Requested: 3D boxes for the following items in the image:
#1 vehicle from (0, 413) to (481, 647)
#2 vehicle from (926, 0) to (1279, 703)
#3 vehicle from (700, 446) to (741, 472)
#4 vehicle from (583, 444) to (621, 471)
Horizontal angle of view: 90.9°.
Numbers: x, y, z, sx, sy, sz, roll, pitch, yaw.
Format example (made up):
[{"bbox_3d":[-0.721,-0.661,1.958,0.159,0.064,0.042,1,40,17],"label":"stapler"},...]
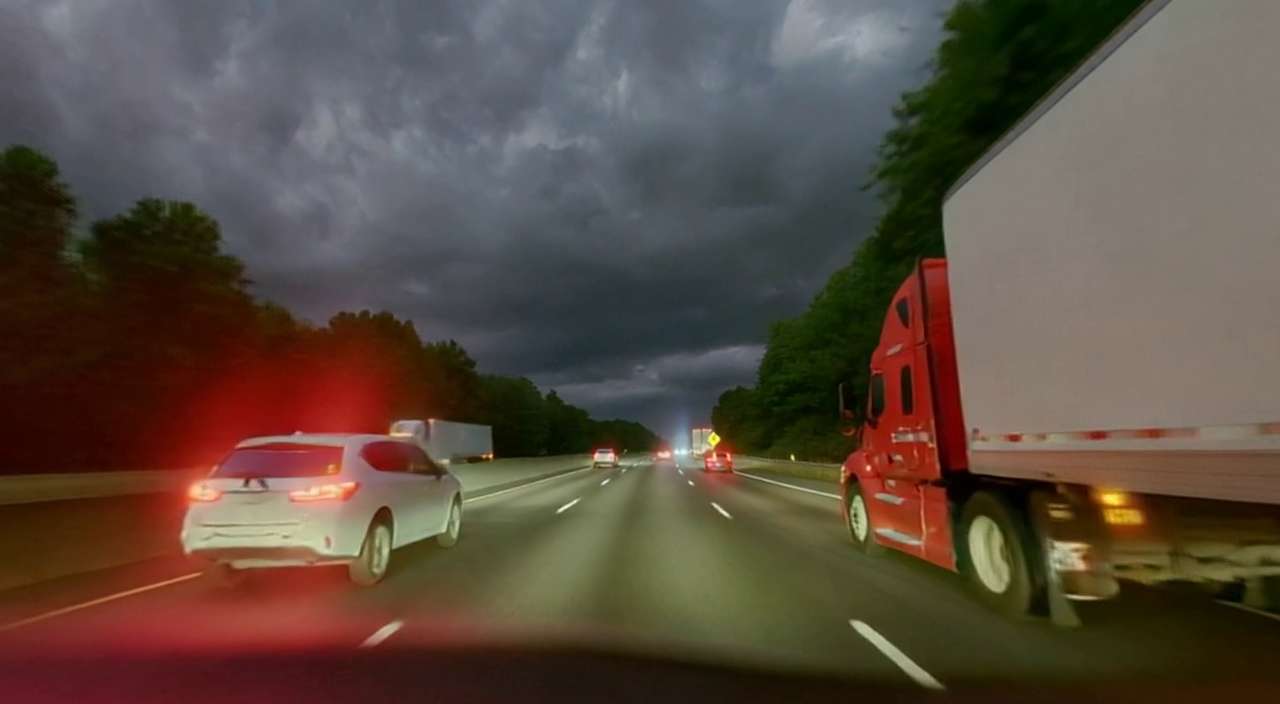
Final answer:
[{"bbox_3d":[-3.365,1.556,6.631,2.085,1.530,4.809,0,-9,1],"label":"vehicle"},{"bbox_3d":[4.315,-0.667,0.521,2.914,3.998,11.103,0,-9,0],"label":"vehicle"},{"bbox_3d":[5.155,6.914,40.812,2.176,1.598,3.878,0,-9,1],"label":"vehicle"},{"bbox_3d":[-2.420,6.897,41.291,2.017,1.683,4.309,0,-9,2],"label":"vehicle"}]
